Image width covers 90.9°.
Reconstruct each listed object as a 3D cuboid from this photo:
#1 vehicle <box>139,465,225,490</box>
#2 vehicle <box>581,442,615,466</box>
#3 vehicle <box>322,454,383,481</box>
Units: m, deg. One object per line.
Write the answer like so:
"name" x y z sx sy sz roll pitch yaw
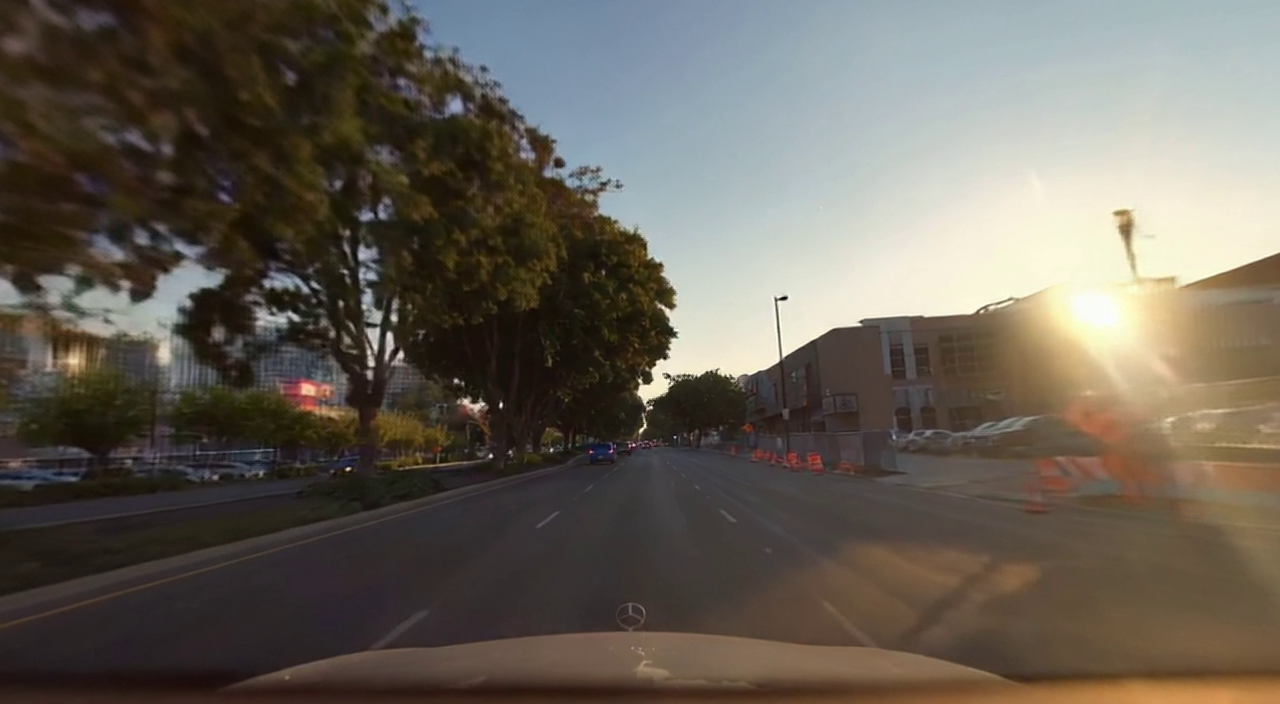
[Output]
"vehicle" -33.231 9.117 45.829 4.764 1.448 1.876 -3 -8 -3
"vehicle" -2.653 6.557 40.677 1.926 1.442 4.231 0 -8 0
"vehicle" -21.740 8.716 47.890 2.262 1.703 4.728 -5 -8 3
